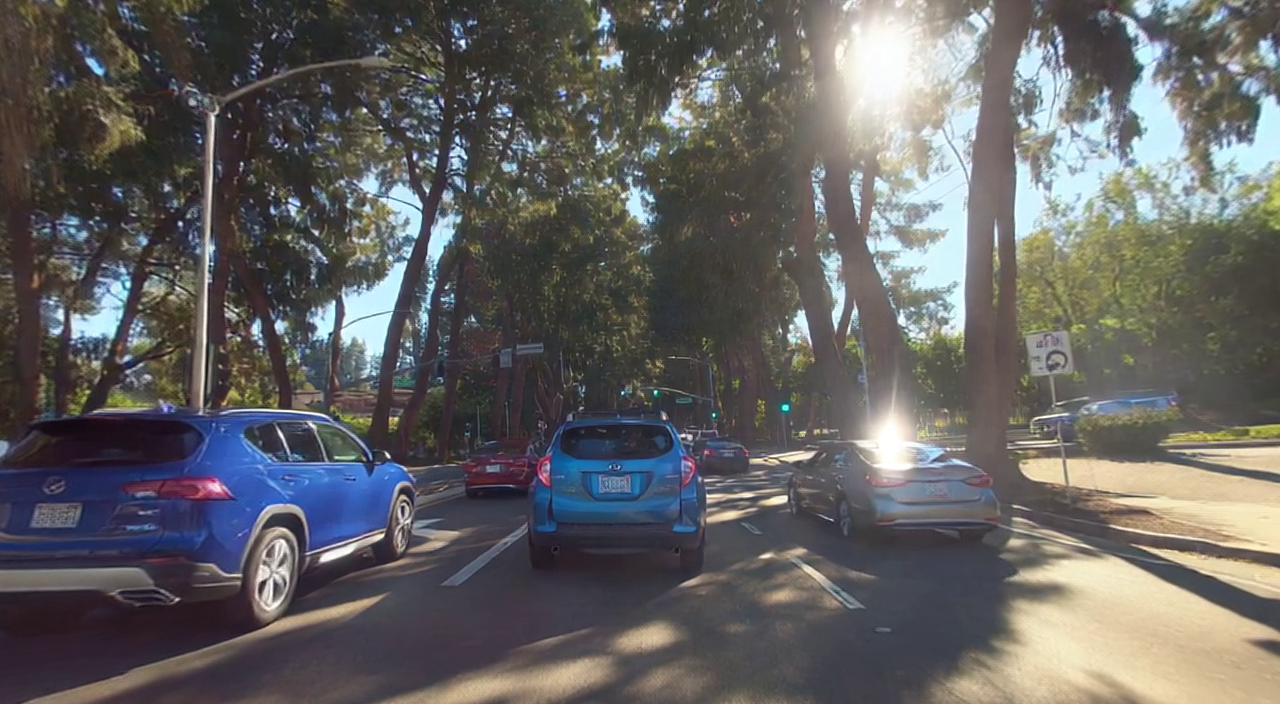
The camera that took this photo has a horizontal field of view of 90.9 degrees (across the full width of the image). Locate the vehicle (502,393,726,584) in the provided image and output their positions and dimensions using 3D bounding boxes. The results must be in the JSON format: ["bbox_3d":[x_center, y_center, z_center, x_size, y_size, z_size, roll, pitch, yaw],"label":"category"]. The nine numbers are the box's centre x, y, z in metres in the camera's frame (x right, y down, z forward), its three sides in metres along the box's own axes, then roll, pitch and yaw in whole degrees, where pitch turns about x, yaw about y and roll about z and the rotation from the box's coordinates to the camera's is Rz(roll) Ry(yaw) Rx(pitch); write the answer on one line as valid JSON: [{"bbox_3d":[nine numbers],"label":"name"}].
[{"bbox_3d":[-0.224,1.639,8.356,2.132,1.816,4.471,0,-8,1],"label":"vehicle"}]

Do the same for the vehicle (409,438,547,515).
[{"bbox_3d":[-3.452,2.728,14.347,1.897,1.479,4.204,0,-8,2],"label":"vehicle"}]

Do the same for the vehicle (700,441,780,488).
[{"bbox_3d":[3.304,3.823,21.765,1.996,1.443,4.270,0,-8,-1],"label":"vehicle"}]

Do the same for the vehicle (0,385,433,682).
[{"bbox_3d":[-3.702,1.364,5.858,2.039,1.709,4.265,0,-8,1],"label":"vehicle"}]

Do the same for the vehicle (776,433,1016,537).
[{"bbox_3d":[4.261,2.276,11.554,2.036,1.480,4.659,1,-8,-6],"label":"vehicle"}]

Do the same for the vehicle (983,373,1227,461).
[{"bbox_3d":[17.858,2.571,24.573,7.314,3.230,2.680,0,-8,-2],"label":"vehicle"}]
